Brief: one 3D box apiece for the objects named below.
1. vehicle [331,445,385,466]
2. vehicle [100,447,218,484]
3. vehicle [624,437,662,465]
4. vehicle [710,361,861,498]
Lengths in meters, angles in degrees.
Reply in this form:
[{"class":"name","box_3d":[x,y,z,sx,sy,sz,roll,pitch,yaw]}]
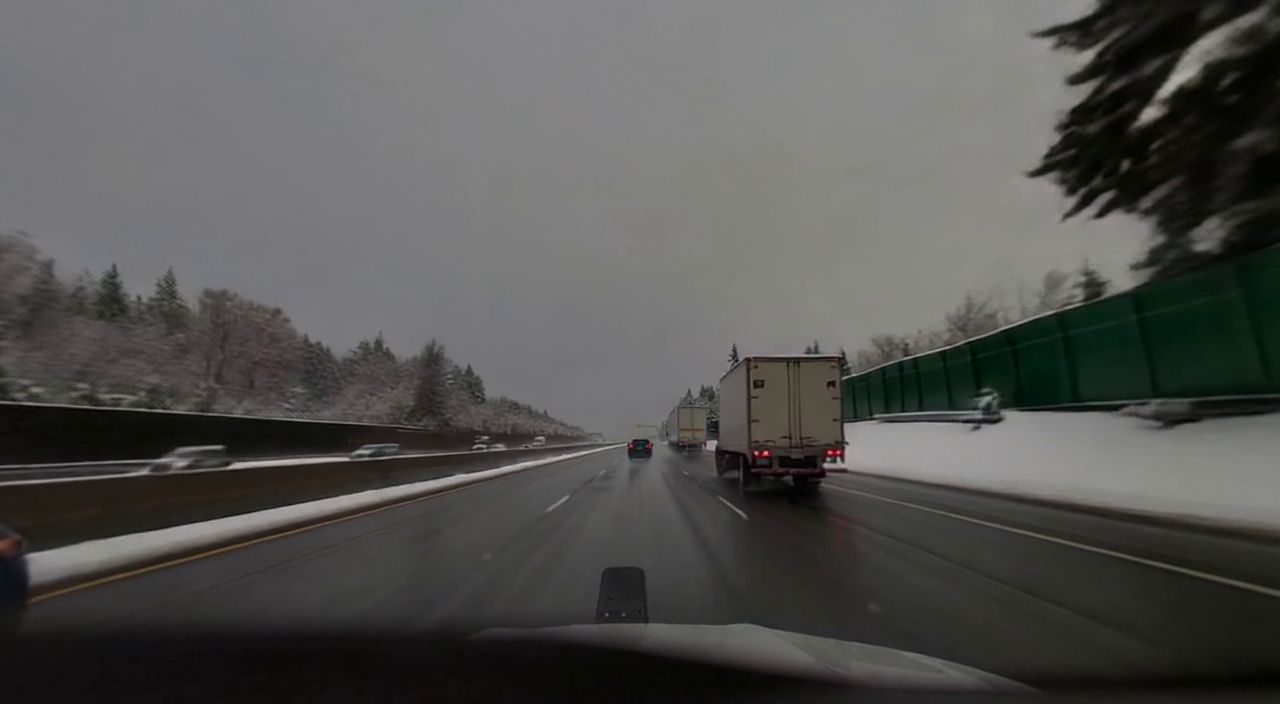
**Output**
[{"class":"vehicle","box_3d":[-20.872,7.682,46.778,1.836,1.449,4.638,0,-8,1]},{"class":"vehicle","box_3d":[-20.513,4.810,27.085,1.736,1.426,4.120,0,-8,1]},{"class":"vehicle","box_3d":[0.223,6.552,41.767,2.389,1.760,4.473,0,-8,0]},{"class":"vehicle","box_3d":[4.026,2.487,19.708,2.742,3.383,8.285,0,-8,0]}]
